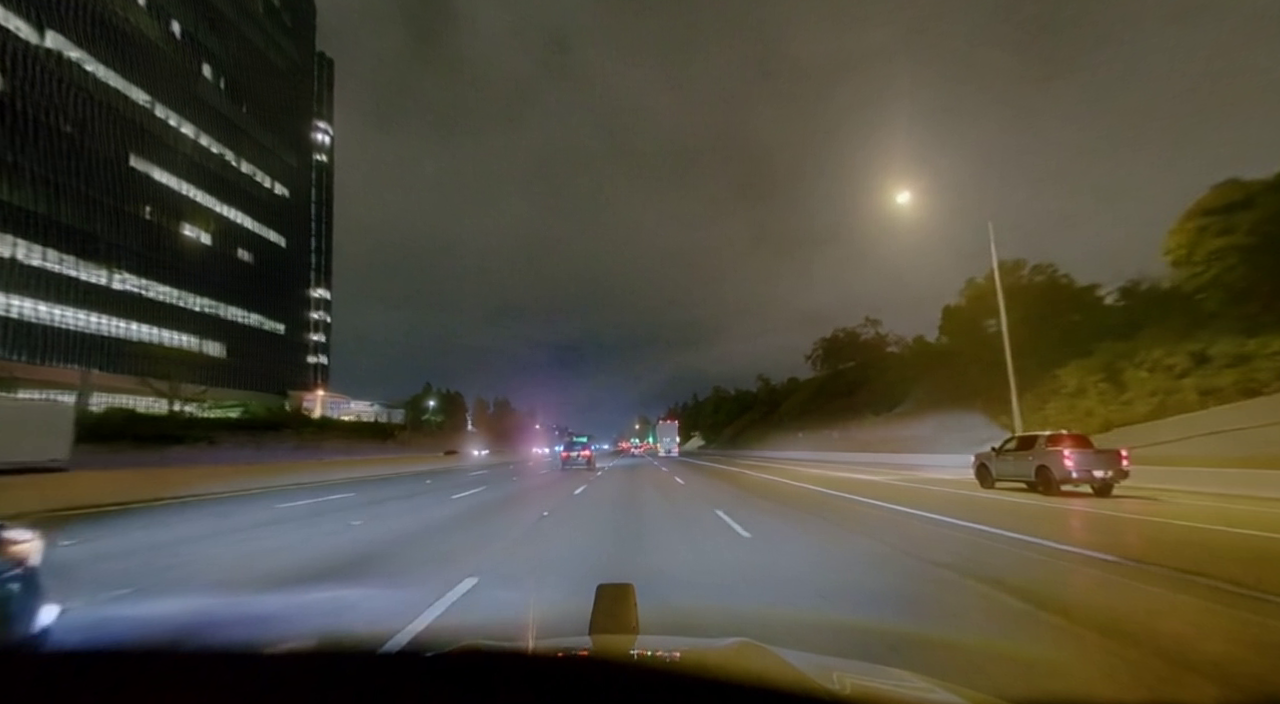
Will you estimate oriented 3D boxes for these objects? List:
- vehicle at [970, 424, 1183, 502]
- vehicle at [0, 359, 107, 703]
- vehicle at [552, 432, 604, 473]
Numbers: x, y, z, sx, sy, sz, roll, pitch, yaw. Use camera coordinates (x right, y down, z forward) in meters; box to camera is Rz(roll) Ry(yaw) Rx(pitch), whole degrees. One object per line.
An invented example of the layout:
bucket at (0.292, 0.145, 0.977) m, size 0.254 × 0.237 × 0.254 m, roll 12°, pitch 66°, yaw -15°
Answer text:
vehicle at (11.484, 2.980, 17.255) m, size 2.089 × 1.787 × 5.080 m, roll 0°, pitch -9°, yaw -1°
vehicle at (-3.795, 0.638, 1.079) m, size 2.039 × 1.710 × 4.237 m, roll 0°, pitch -9°, yaw -1°
vehicle at (-3.264, 5.492, 34.517) m, size 2.284 × 2.022 × 5.752 m, roll 0°, pitch -9°, yaw 0°
